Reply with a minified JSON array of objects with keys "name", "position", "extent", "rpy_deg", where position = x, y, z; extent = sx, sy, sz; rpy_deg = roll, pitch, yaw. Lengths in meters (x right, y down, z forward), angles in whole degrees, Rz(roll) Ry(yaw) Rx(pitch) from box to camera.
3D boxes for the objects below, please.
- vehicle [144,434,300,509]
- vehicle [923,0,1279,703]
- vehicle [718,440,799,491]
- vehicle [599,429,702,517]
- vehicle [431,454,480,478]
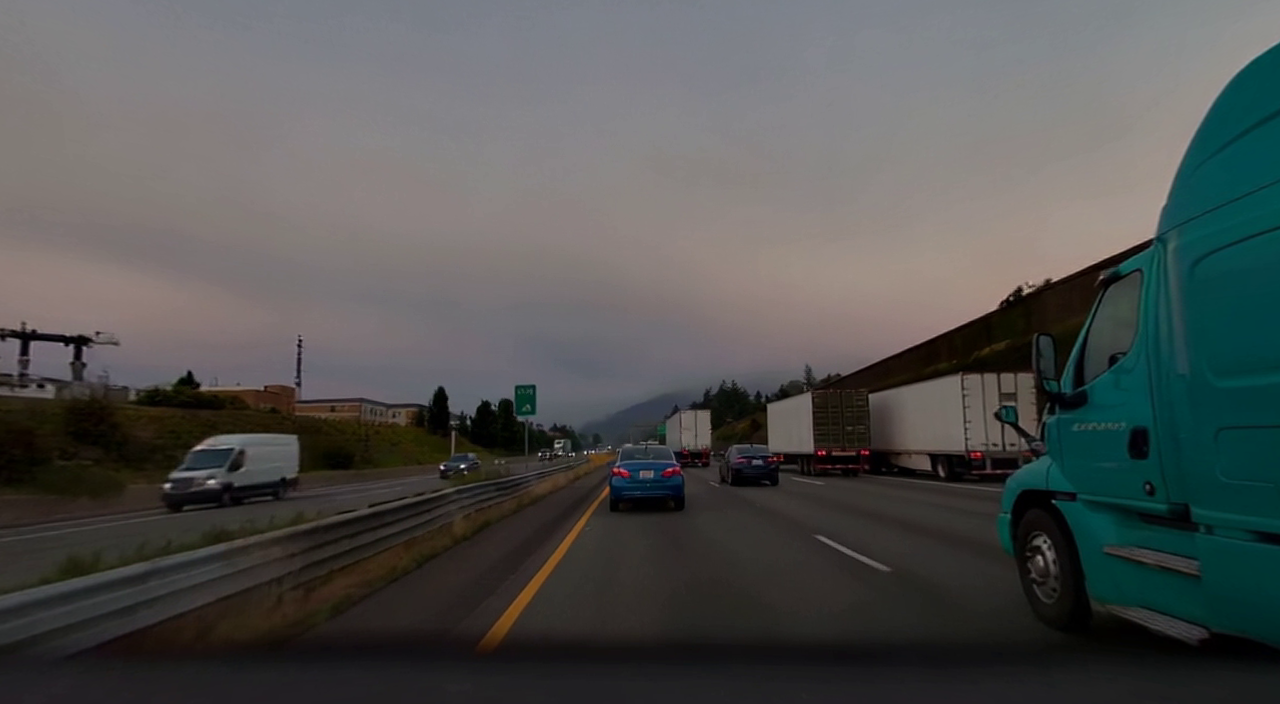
[{"name":"vehicle","position":[-16.634,4.755,25.498],"extent":[2.234,2.649,5.960],"rpy_deg":[0,-9,-1]},{"name":"vehicle","position":[4.204,-0.049,2.774],"extent":[2.987,3.877,5.881],"rpy_deg":[0,-9,0]},{"name":"vehicle","position":[3.832,3.720,20.856],"extent":[1.859,1.512,3.711],"rpy_deg":[0,-9,-2]},{"name":"vehicle","position":[0.199,2.587,13.794],"extent":[1.965,1.664,3.428],"rpy_deg":[0,-9,0]},{"name":"vehicle","position":[-12.368,7.658,42.293],"extent":[1.921,1.504,4.633],"rpy_deg":[0,-9,0]}]
